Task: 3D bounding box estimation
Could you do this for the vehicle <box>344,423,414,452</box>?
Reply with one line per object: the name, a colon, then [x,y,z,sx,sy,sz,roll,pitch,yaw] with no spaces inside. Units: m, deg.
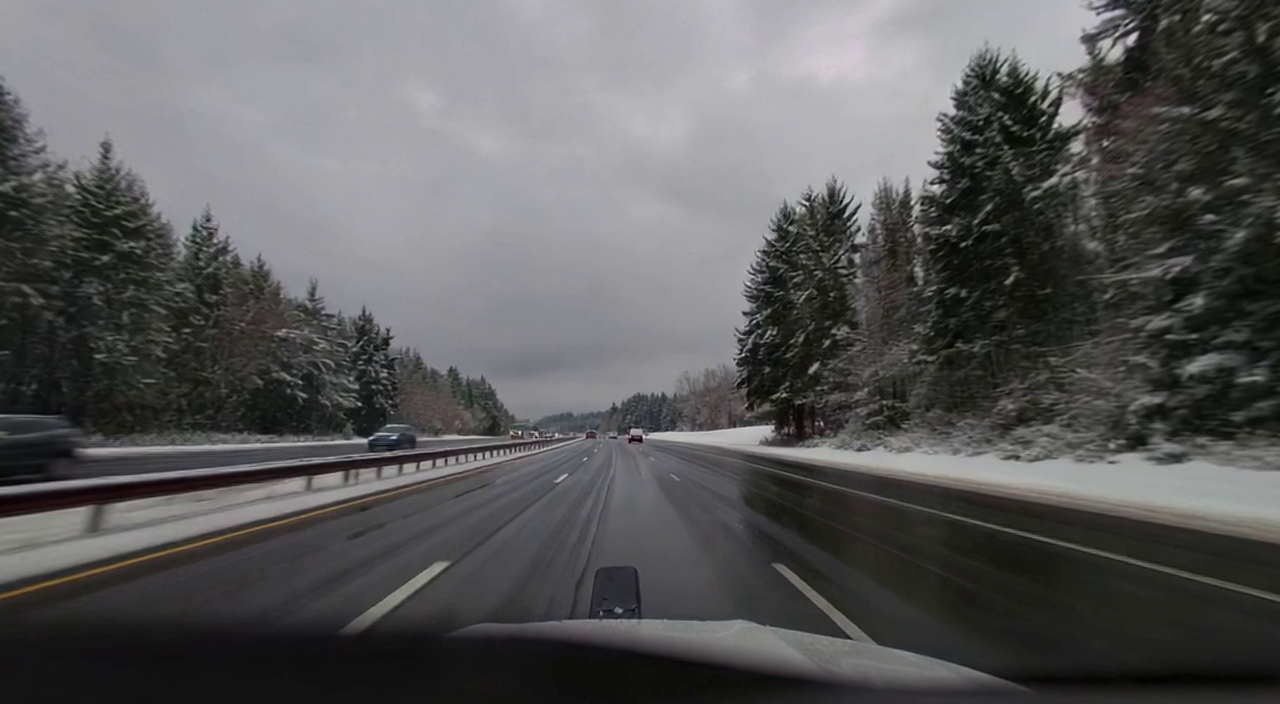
vehicle: [-14.287,4.733,34.695,2.055,1.481,4.316,0,-8,-1]
